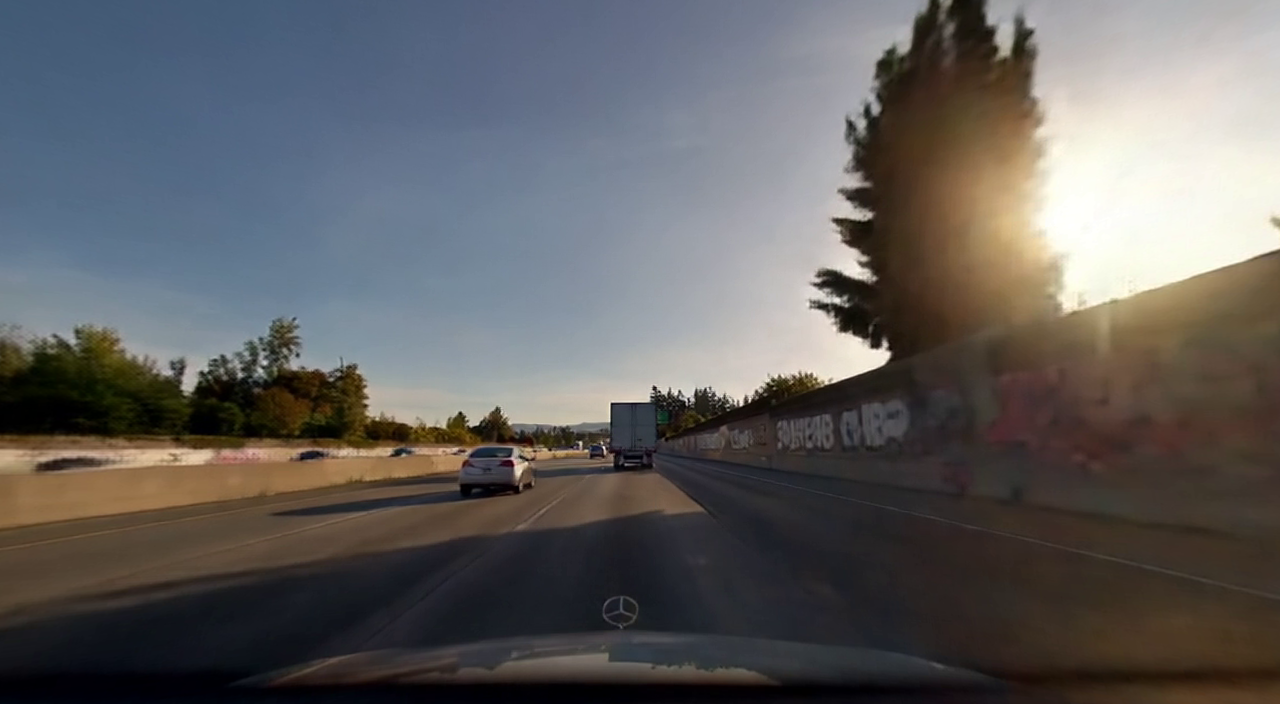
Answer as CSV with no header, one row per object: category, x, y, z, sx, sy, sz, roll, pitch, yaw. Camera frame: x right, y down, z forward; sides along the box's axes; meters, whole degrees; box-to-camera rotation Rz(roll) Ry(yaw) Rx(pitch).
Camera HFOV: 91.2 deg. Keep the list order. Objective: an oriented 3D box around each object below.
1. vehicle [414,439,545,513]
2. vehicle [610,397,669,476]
vehicle,-3.703,2.943,15.328,2.158,1.538,4.047,0,-9,0
vehicle,-0.167,5.167,37.749,3.042,4.023,10.832,0,-9,-1
